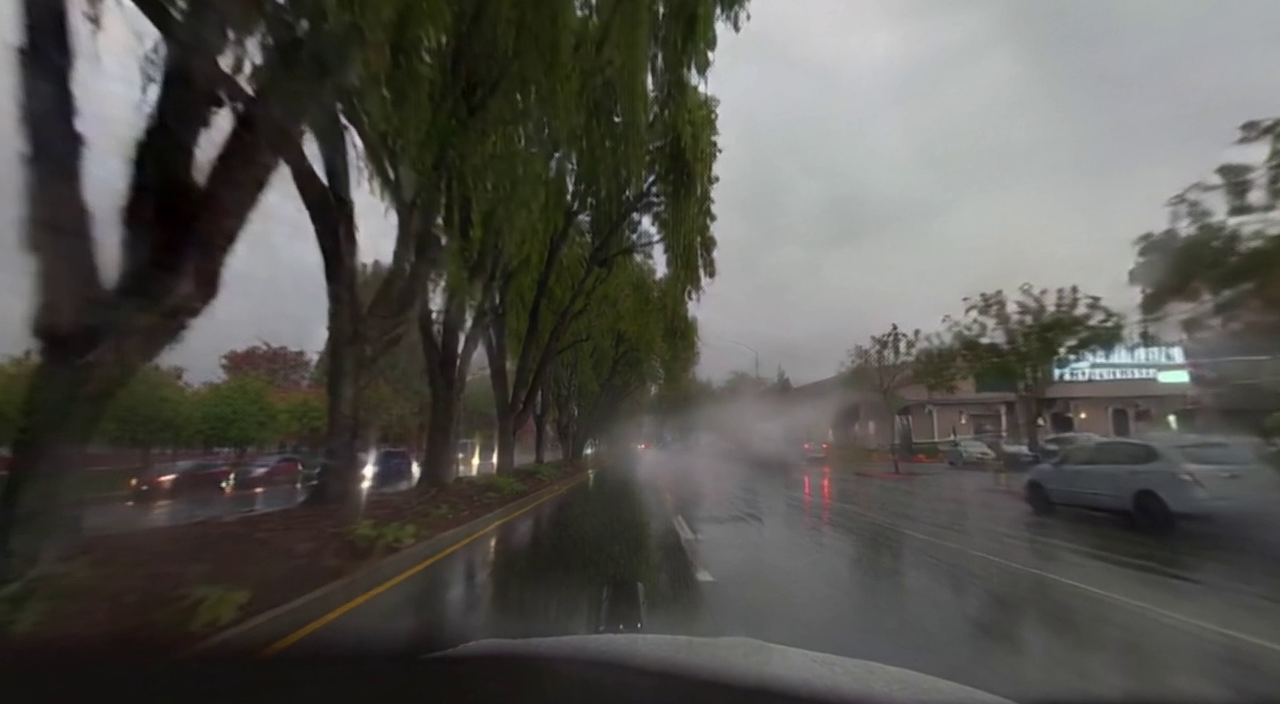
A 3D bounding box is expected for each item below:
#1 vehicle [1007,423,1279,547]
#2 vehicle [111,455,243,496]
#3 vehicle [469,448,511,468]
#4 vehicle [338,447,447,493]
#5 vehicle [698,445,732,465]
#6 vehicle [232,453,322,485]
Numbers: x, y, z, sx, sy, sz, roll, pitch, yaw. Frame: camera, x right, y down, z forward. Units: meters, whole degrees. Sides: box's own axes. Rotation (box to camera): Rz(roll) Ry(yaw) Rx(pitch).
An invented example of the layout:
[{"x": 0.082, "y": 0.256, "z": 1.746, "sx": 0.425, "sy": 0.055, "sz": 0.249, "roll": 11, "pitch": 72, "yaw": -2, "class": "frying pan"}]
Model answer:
[{"x": 9.503, "y": 2.405, "z": 11.918, "sx": 2.303, "sy": 1.761, "sz": 4.689, "roll": 5, "pitch": -9, "yaw": -2, "class": "vehicle"}, {"x": -19.141, "y": 5.102, "z": 26.441, "sx": 1.890, "sy": 1.468, "sz": 4.727, "roll": 0, "pitch": -9, "yaw": 1, "class": "vehicle"}, {"x": -10.989, "y": 7.780, "z": 46.567, "sx": 1.973, "sy": 1.442, "sz": 4.241, "roll": 0, "pitch": -9, "yaw": 1, "class": "vehicle"}, {"x": -8.595, "y": 4.117, "z": 22.456, "sx": 1.926, "sy": 1.447, "sz": 4.547, "roll": -1, "pitch": -9, "yaw": 2, "class": "vehicle"}, {"x": 5.717, "y": 7.897, "z": 48.516, "sx": 1.972, "sy": 1.417, "sz": 4.239, "roll": 0, "pitch": -9, "yaw": -1, "class": "vehicle"}, {"x": -18.937, "y": 6.086, "z": 33.241, "sx": 1.787, "sy": 1.482, "sz": 4.645, "roll": -1, "pitch": -9, "yaw": 4, "class": "vehicle"}]
